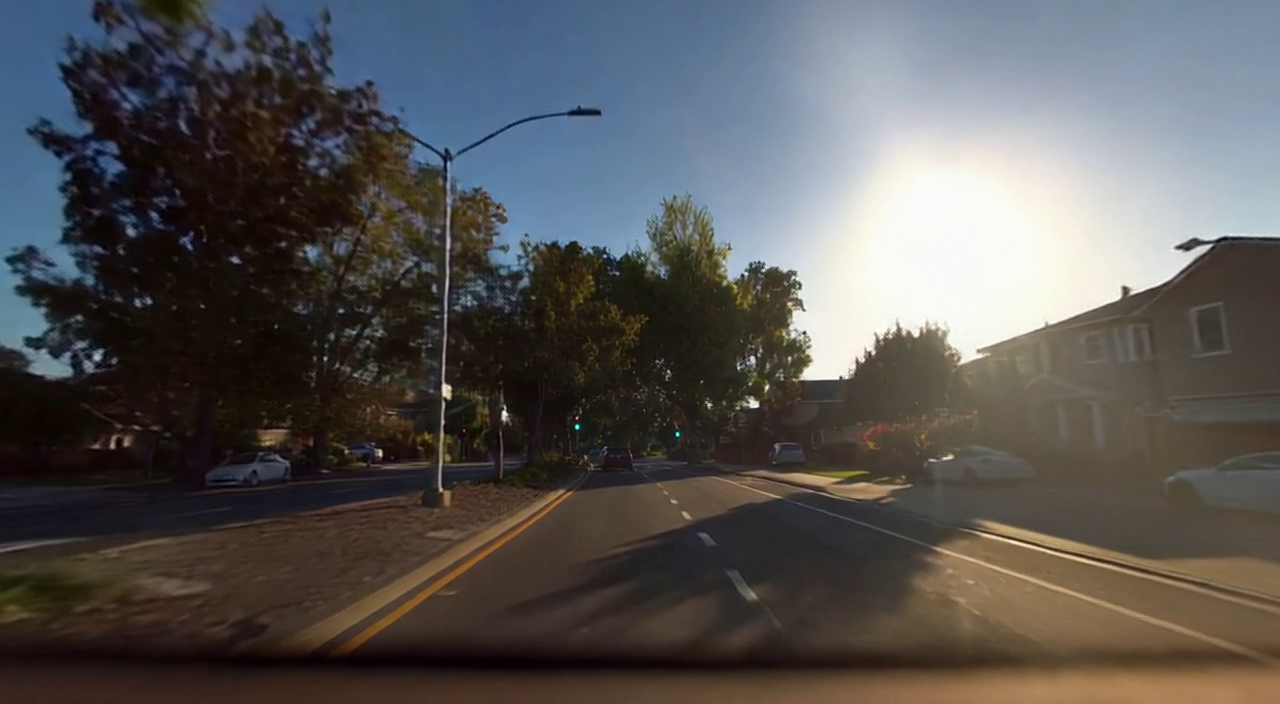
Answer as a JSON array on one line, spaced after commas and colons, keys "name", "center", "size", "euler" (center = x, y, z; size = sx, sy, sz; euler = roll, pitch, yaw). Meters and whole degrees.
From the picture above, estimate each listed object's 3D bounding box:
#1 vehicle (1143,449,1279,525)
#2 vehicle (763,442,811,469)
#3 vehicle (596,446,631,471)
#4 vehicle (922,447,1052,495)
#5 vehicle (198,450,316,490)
[{"name": "vehicle", "center": [11.603, 2.296, 10.835], "size": [2.015, 1.231, 4.748], "euler": [0, -9, 0]}, {"name": "vehicle", "center": [10.227, 7.245, 44.211], "size": [2.145, 1.795, 4.992], "euler": [0, -9, -1]}, {"name": "vehicle", "center": [-1.710, 6.738, 40.051], "size": [2.113, 1.462, 4.203], "euler": [1, -9, -4]}, {"name": "vehicle", "center": [11.650, 3.986, 21.573], "size": [1.839, 1.445, 4.484], "euler": [0, -9, -1]}, {"name": "vehicle", "center": [-15.330, 4.713, 25.564], "size": [2.070, 1.469, 4.524], "euler": [0, -9, -2]}]
